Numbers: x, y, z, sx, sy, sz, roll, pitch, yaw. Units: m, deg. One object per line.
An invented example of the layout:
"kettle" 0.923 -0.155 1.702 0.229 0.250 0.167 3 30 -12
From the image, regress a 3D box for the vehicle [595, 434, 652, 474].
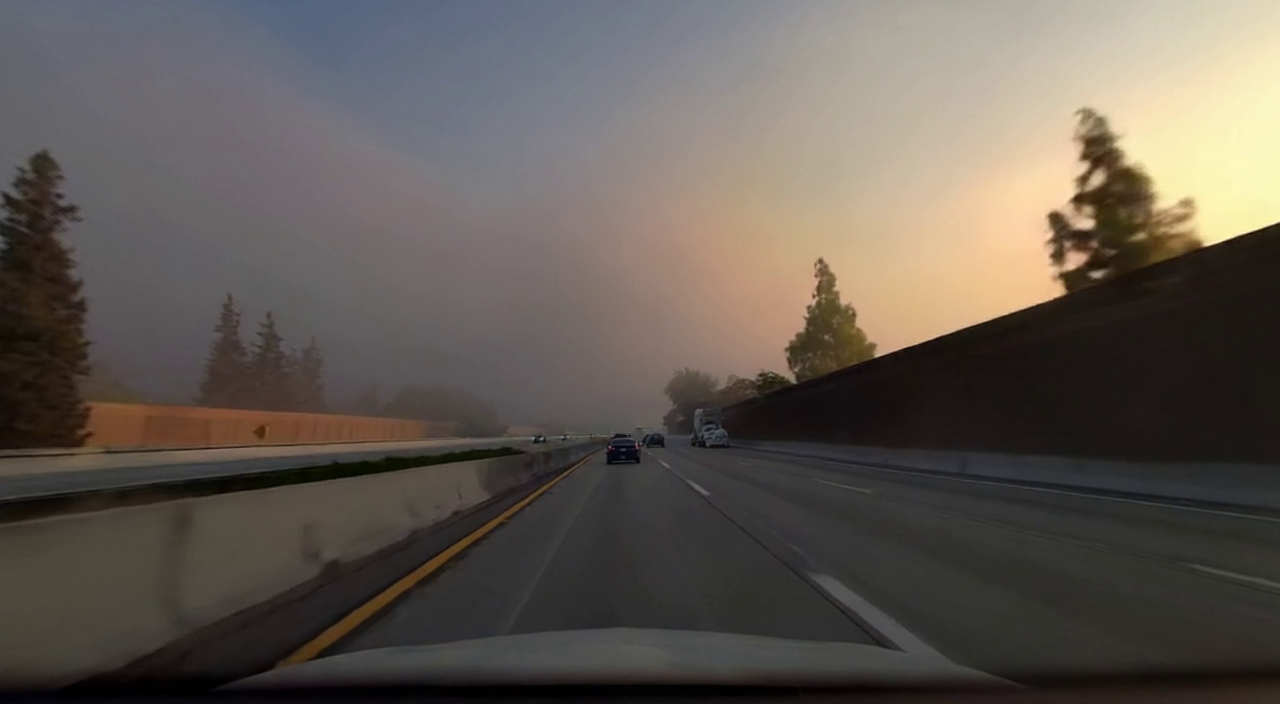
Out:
"vehicle" -0.696 4.094 25.600 2.119 1.480 4.000 0 -8 -2
